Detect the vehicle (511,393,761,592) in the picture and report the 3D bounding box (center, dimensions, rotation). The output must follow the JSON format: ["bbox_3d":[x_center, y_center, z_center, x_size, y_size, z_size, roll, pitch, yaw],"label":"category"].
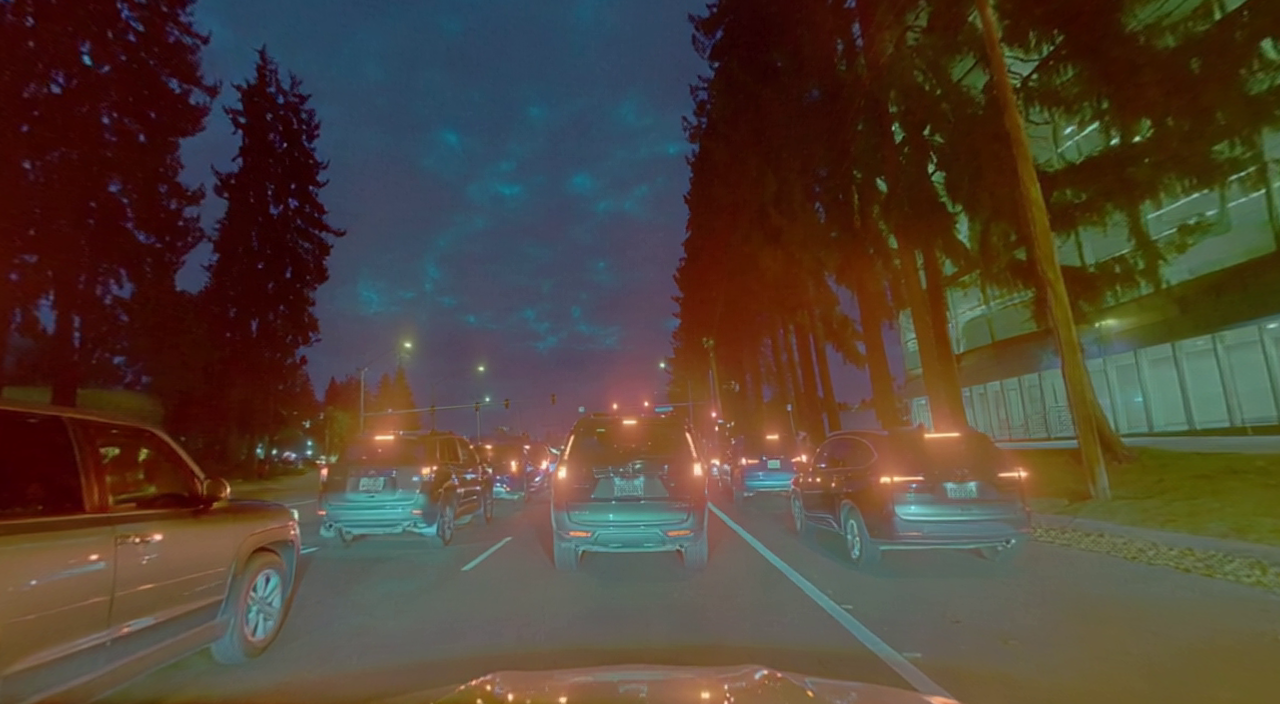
[{"bbox_3d":[-0.012,1.530,7.642,2.193,1.744,4.033,0,-8,1],"label":"vehicle"}]

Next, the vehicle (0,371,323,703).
[{"bbox_3d":[-3.782,0.986,3.292,1.929,1.641,4.193,0,-8,2],"label":"vehicle"}]

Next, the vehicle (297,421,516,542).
[{"bbox_3d":[-3.662,2.108,10.921,2.042,1.641,4.314,0,-8,1],"label":"vehicle"}]

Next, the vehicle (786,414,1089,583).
[{"bbox_3d":[3.258,1.662,7.864,1.922,1.579,3.642,0,-8,-1],"label":"vehicle"}]
